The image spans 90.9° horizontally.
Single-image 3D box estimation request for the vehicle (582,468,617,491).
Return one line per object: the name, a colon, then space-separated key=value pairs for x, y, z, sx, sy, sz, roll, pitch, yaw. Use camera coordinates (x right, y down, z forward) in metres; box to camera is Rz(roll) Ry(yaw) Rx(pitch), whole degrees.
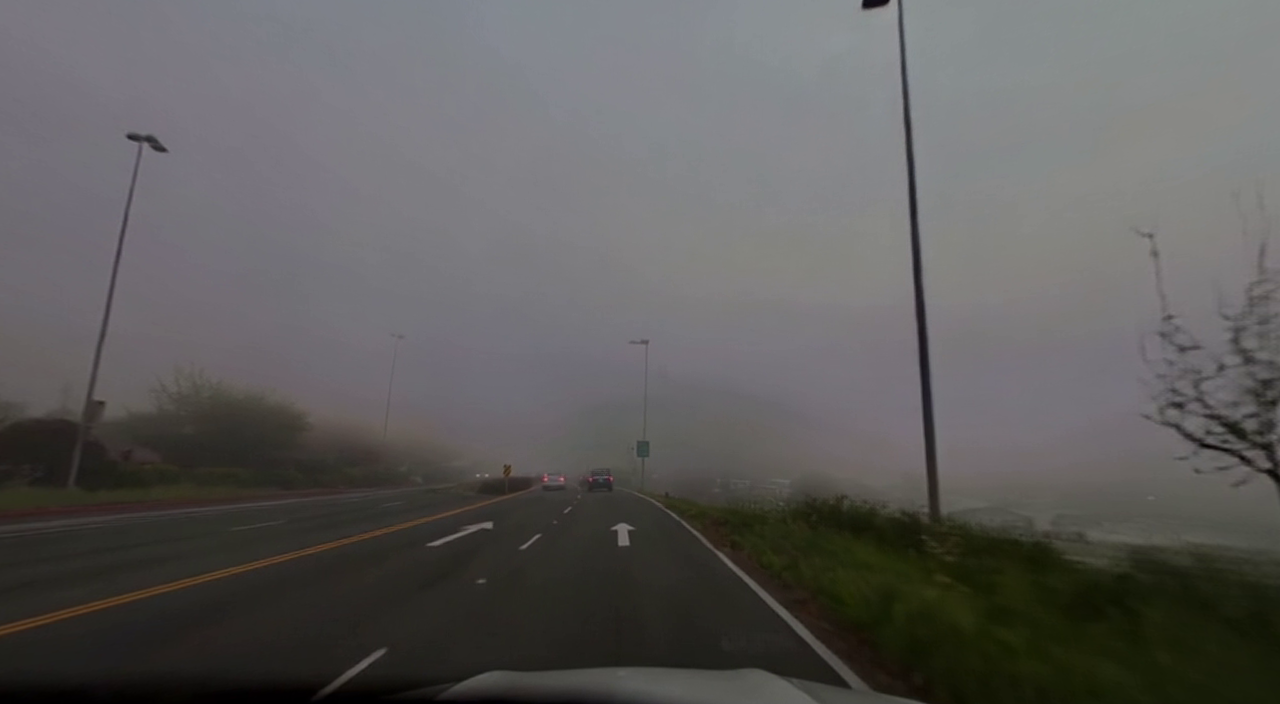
vehicle: x=-2.865 y=8.831 z=43.729 sx=2.129 sy=1.471 sz=4.258 roll=2 pitch=-10 yaw=-7
